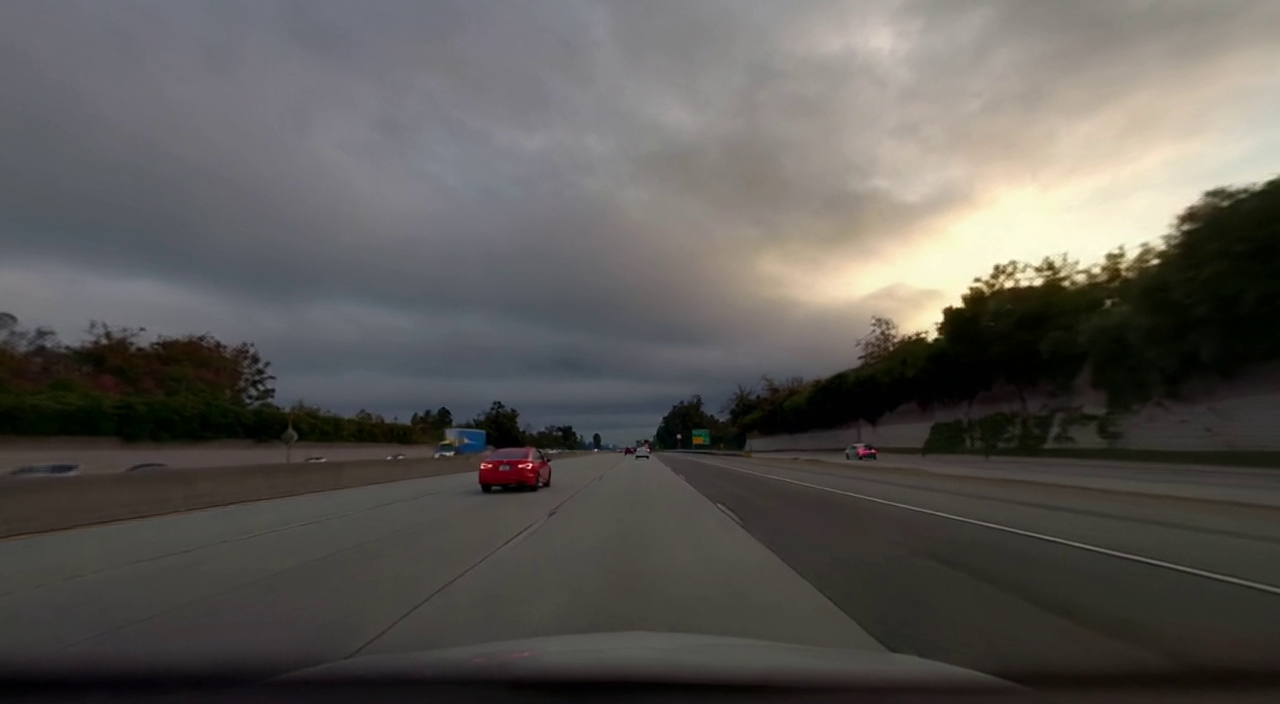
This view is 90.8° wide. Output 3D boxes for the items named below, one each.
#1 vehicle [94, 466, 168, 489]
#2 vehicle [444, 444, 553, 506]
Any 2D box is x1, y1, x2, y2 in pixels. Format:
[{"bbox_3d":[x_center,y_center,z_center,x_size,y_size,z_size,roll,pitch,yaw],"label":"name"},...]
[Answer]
[{"bbox_3d":[-35.365,8.714,43.986,1.724,1.413,4.221,0,-9,-1],"label":"vehicle"},{"bbox_3d":[-3.664,3.262,17.206,1.873,1.438,4.546,-1,-9,1],"label":"vehicle"}]
